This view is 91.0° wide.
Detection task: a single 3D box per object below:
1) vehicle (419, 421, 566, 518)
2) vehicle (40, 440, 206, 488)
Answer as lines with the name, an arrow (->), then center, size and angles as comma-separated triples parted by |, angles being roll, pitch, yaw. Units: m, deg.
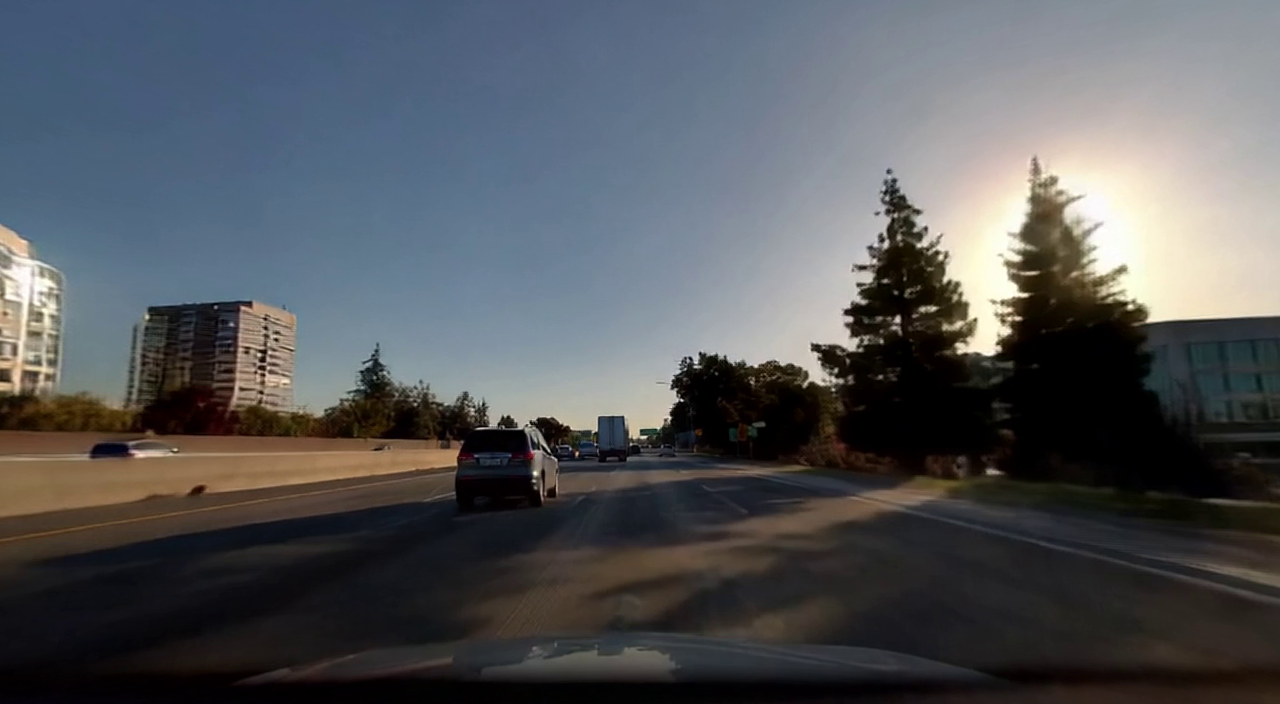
vehicle -> -2.978, 2.494, 13.825 | 2.111, 1.742, 4.315 | 0, -9, 1
vehicle -> -18.002, 3.902, 22.309 | 1.965, 1.503, 4.579 | 1, -9, 0
